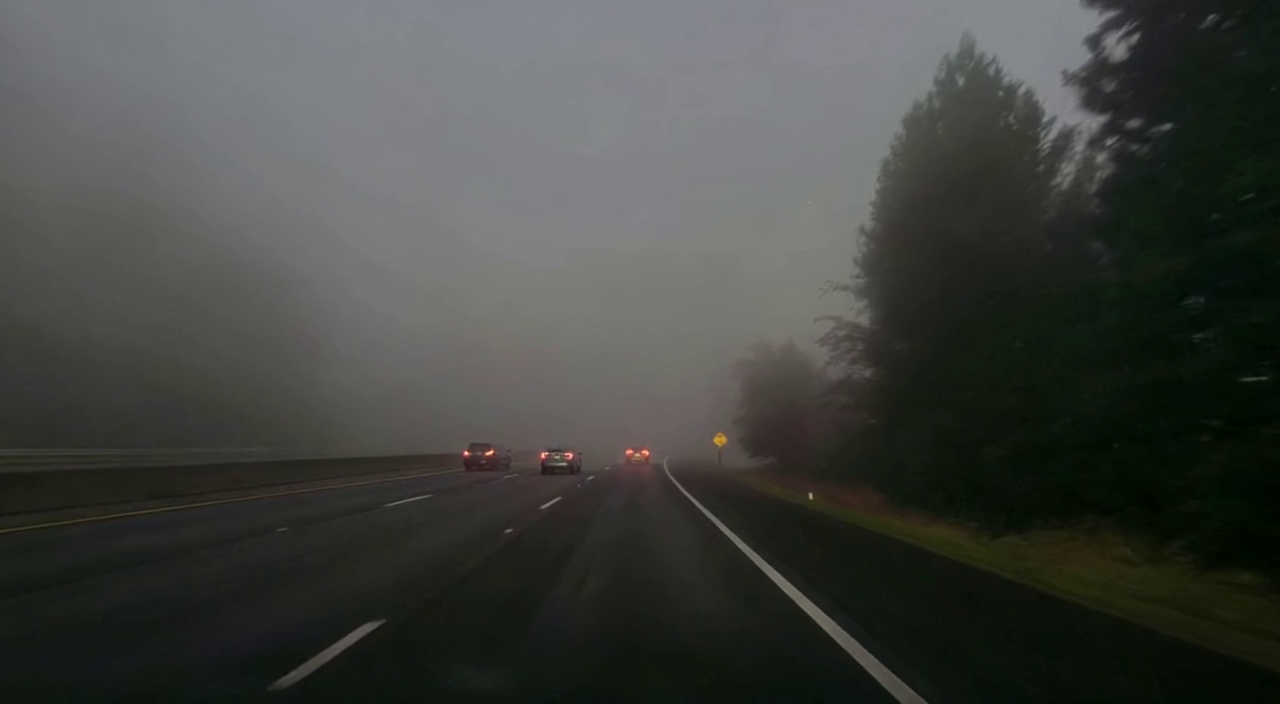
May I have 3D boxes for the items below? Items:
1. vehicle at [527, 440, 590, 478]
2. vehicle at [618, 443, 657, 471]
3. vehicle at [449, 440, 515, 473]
[{"bbox_3d":[-3.617,4.857,28.794,2.129,1.563,4.387,0,-9,2],"label":"vehicle"},{"bbox_3d":[-0.120,6.085,36.605,2.129,1.502,4.321,0,-9,1],"label":"vehicle"},{"bbox_3d":[-7.788,5.209,31.516,2.002,1.543,4.466,0,-9,2],"label":"vehicle"}]
